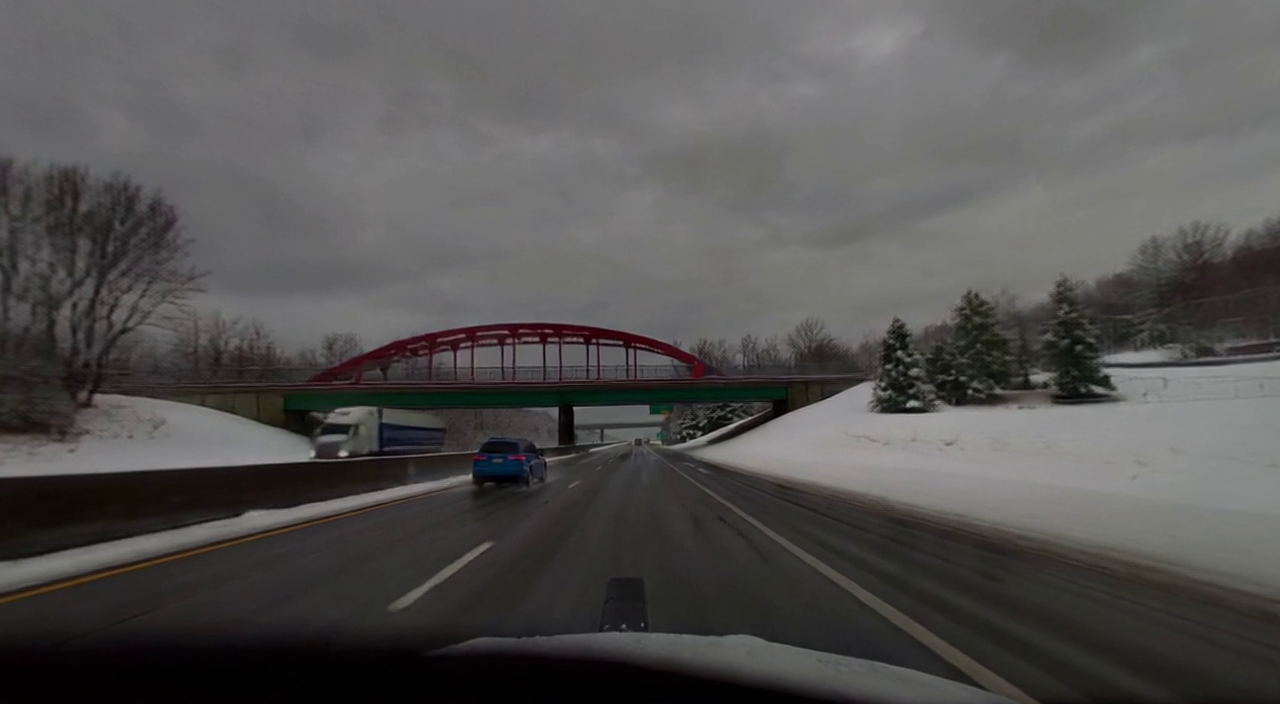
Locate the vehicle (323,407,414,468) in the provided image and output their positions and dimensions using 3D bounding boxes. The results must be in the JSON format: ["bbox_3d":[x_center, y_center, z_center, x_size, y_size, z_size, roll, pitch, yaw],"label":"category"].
[{"bbox_3d":[-18.778,5.994,43.969,3.180,3.898,7.073,0,-8,-1],"label":"vehicle"}]

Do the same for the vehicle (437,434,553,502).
[{"bbox_3d":[-3.663,3.025,16.776,2.052,1.556,4.405,0,-9,0],"label":"vehicle"}]
